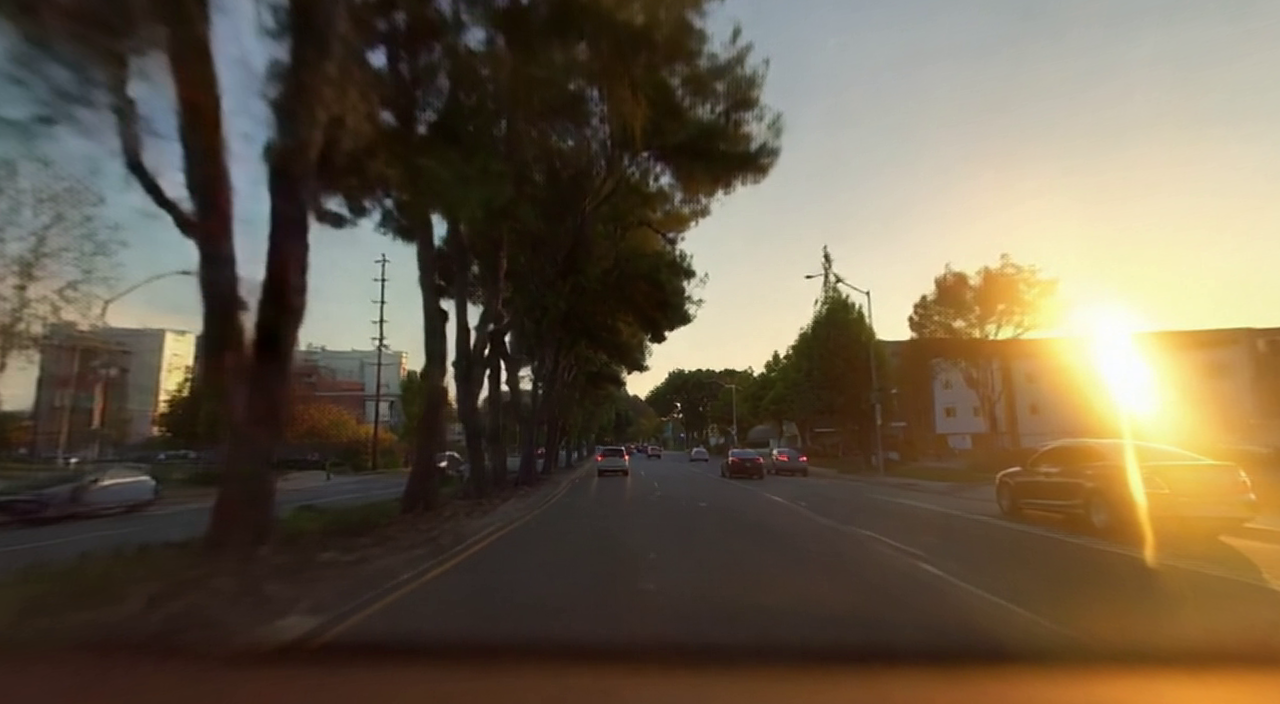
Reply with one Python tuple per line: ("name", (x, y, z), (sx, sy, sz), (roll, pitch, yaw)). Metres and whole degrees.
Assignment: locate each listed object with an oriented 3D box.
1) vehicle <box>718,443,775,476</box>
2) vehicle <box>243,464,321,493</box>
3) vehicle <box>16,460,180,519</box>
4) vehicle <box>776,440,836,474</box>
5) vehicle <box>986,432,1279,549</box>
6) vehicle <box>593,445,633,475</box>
("vehicle", (5.002, 5.088, 30.169), (2.020, 1.472, 3.958), (0, -8, 0))
("vehicle", (-19.313, 6.823, 34.304), (1.769, 1.344, 3.947), (-1, -8, 2))
("vehicle", (-19.188, 4.850, 22.728), (2.013, 1.655, 4.604), (-2, -8, -3))
("vehicle", (8.698, 5.513, 33.437), (1.945, 1.687, 4.292), (0, -8, -1))
("vehicle", (8.061, 2.144, 10.602), (1.888, 1.508, 4.646), (0, -8, 1))
("vehicle", (-1.461, 5.874, 34.632), (2.077, 1.477, 3.897), (0, -8, -2))
